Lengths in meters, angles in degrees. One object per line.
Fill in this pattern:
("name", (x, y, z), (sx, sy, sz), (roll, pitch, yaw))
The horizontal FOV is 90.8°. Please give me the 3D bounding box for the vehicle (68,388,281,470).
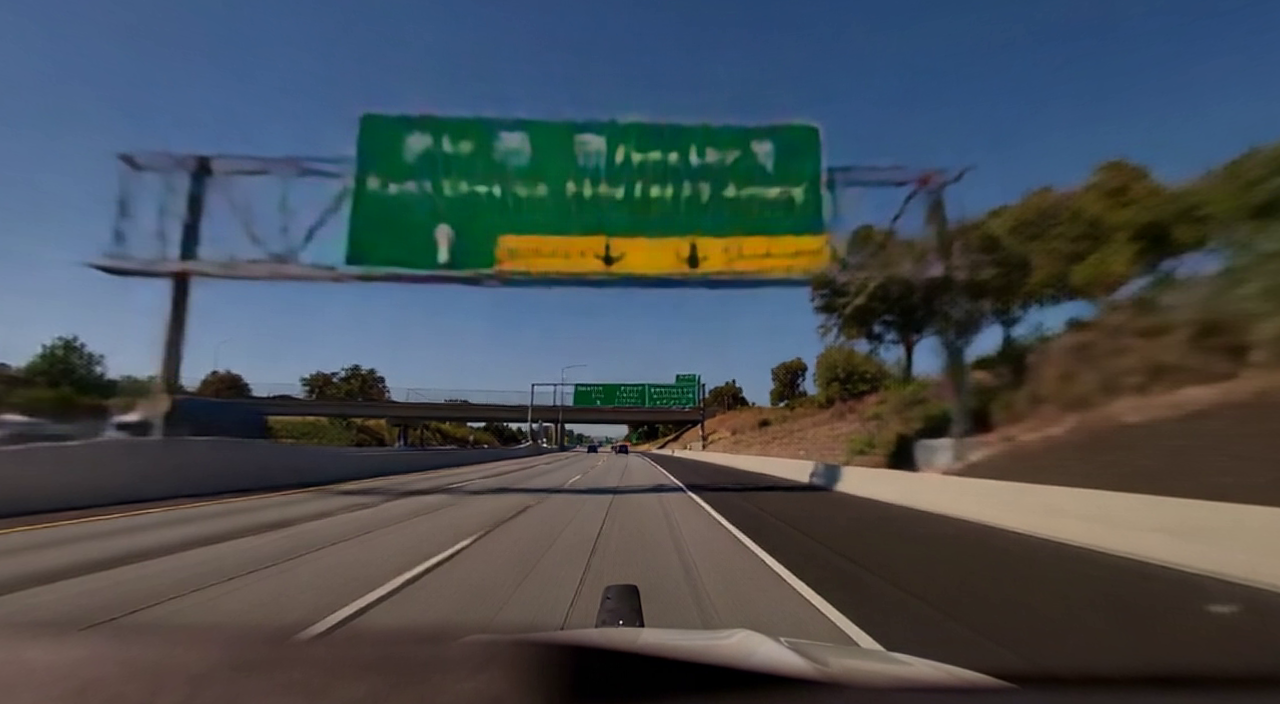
("vehicle", (-25.555, 4.598, 36.119), (2.771, 3.832, 12.471), (0, -9, -1))
